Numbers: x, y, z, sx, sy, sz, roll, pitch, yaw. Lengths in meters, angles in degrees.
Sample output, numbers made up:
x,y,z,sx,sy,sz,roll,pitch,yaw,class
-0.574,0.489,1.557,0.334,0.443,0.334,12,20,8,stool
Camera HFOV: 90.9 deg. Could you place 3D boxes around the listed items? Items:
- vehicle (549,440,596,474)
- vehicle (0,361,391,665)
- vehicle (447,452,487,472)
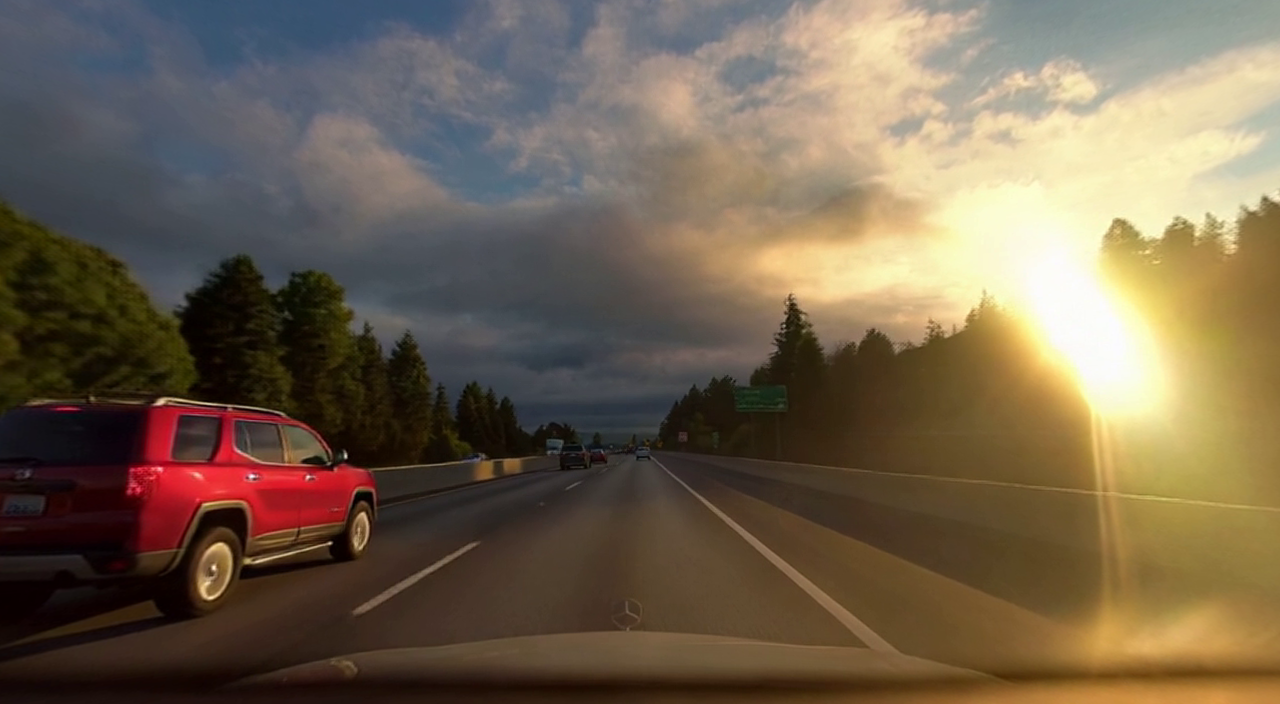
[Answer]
x,y,z,sx,sy,sz,roll,pitch,yaw,class
-3.716,5.919,35.642,2.056,1.811,4.202,-1,-9,2,vehicle
-4.597,1.382,6.465,2.102,1.941,4.703,0,-9,1,vehicle
-13.123,8.365,48.047,1.849,1.466,4.337,0,-9,-1,vehicle
